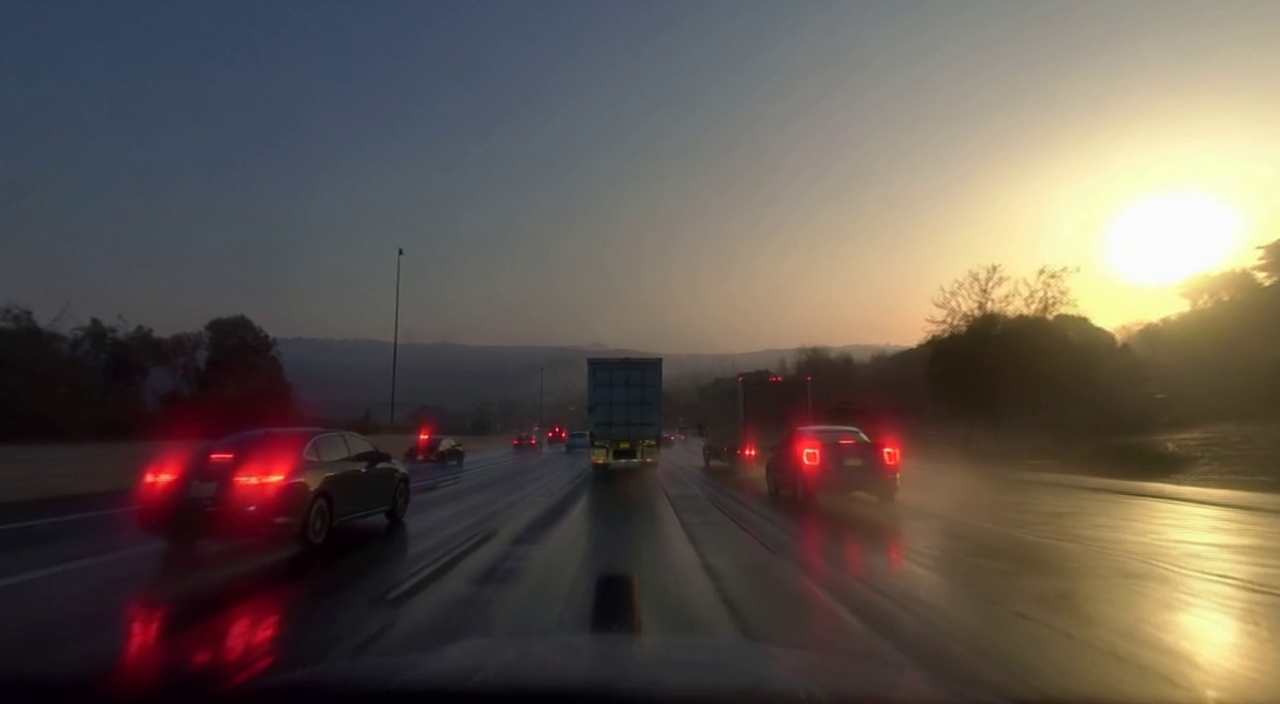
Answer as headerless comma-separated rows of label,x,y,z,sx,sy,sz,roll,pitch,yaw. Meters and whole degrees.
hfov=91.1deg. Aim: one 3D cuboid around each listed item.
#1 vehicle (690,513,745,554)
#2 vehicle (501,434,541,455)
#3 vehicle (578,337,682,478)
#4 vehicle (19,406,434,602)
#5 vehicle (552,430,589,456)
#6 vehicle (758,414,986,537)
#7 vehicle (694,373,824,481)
vehicle,4.577,10.833,37.697,2.835,2.000,2.696,0,-7,-2
vehicle,-8.529,6.666,45.491,2.019,1.471,4.347,0,-8,0
vehicle,-0.421,2.223,22.953,2.938,4.033,9.980,0,-8,-2
vehicle,-3.828,1.430,6.817,1.882,1.493,3.828,0,-8,0
vehicle,-4.557,6.065,41.854,1.986,1.612,4.155,0,-8,0
vehicle,3.270,1.810,9.889,1.976,1.513,4.065,0,-8,-1
vehicle,4.939,3.786,30.030,2.863,3.936,14.058,0,-9,-3
